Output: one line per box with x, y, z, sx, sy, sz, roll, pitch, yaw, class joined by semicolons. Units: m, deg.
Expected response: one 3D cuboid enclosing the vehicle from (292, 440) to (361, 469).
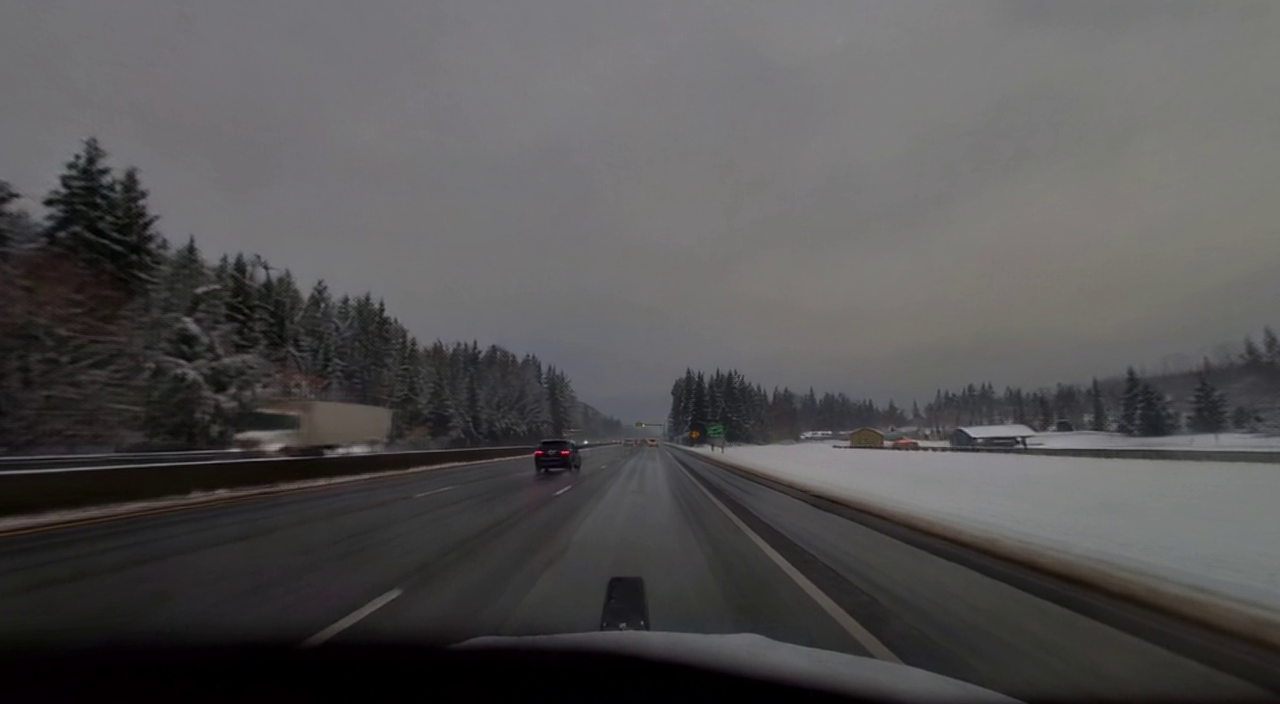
-18.709;6.093;37.751;1.907;1.638;4.207;0;-8;2;vehicle

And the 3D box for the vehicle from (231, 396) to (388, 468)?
-22.153;5.709;43.912;2.969;4.178;14.398;0;-8;1;vehicle

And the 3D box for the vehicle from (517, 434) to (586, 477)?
-3.588;4.290;26.393;2.123;1.643;4.479;0;-8;2;vehicle
